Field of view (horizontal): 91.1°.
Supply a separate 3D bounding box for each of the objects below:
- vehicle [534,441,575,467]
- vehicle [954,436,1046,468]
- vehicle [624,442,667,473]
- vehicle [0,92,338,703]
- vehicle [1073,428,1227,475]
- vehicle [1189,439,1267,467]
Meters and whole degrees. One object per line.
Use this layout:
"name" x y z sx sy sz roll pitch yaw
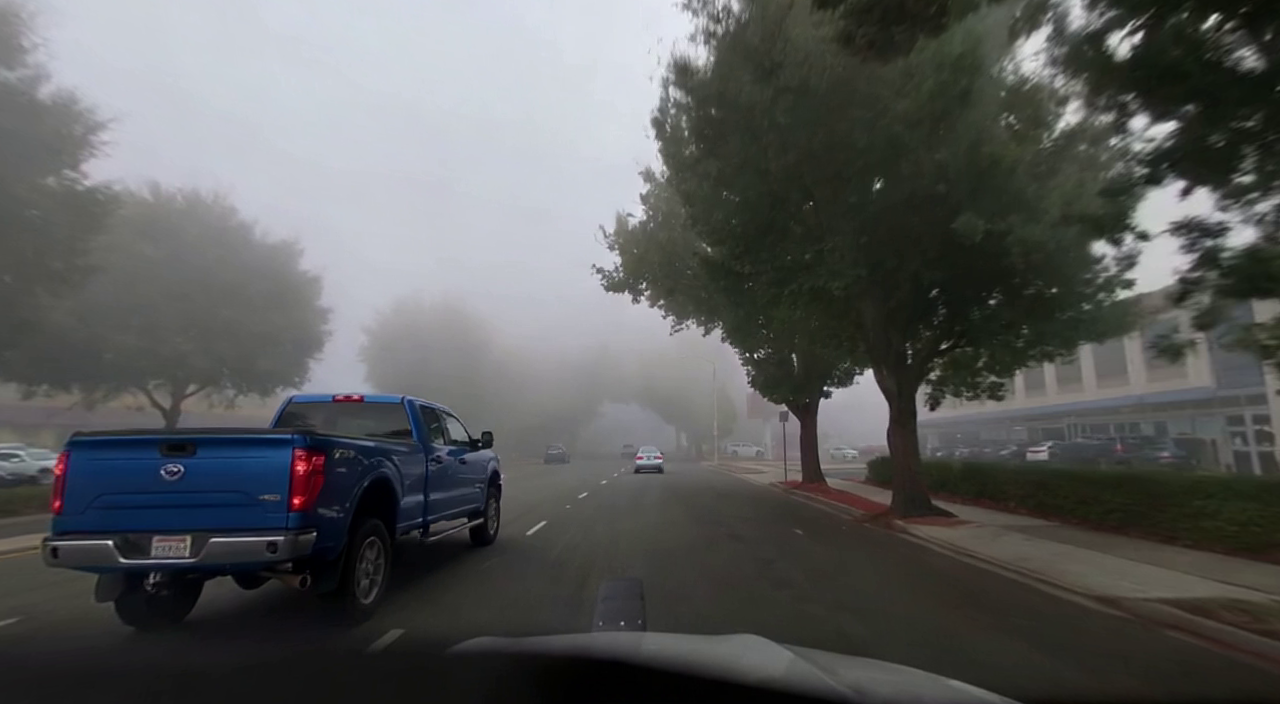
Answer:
"vehicle" -6.207 7.440 46.181 2.146 1.788 5.153 0 -8 2
"vehicle" 21.252 5.919 37.194 4.501 1.780 2.082 -5 -10 30
"vehicle" 0.342 5.639 33.929 2.191 1.530 4.470 0 -8 1
"vehicle" -3.513 0.321 1.483 2.733 2.495 5.037 -1 -8 5
"vehicle" 22.157 4.335 27.528 4.957 1.882 2.031 -7 -11 38
"vehicle" 36.811 6.281 39.276 4.480 1.588 2.098 4 -9 -28
